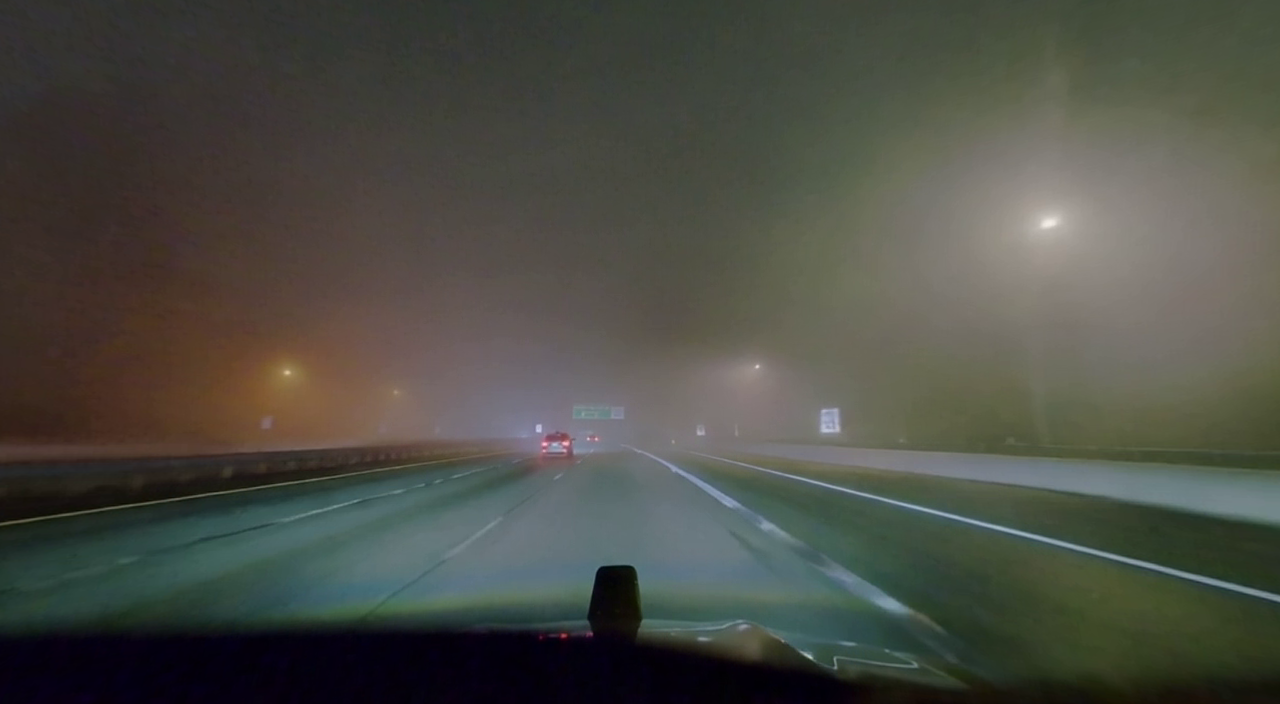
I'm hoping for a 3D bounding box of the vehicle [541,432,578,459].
[{"bbox_3d":[-4.875,5.710,38.647,1.878,1.548,3.966,0,-8,-2],"label":"vehicle"}]
